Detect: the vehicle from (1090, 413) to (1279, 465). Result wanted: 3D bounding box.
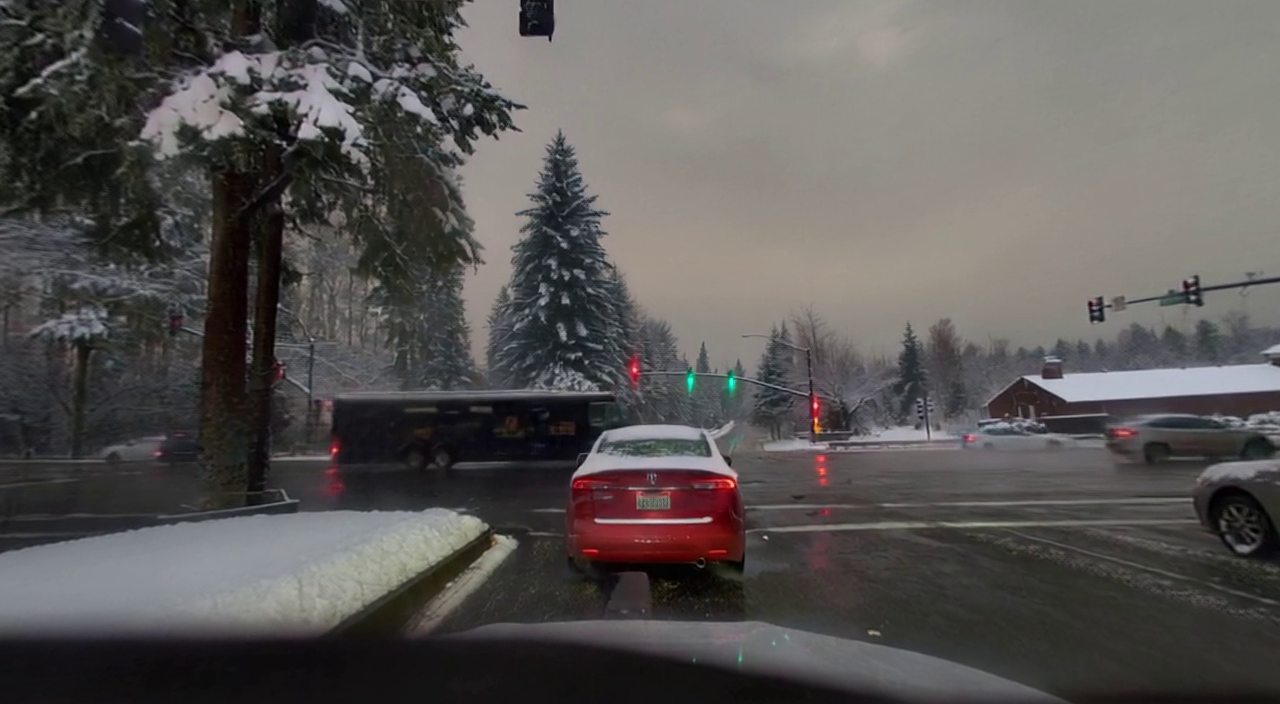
[{"bbox_3d":[19.484,3.142,22.713,4.921,1.757,2.036,0,-8,1],"label":"vehicle"}]

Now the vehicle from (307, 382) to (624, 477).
[{"bbox_3d":[-5.930,2.832,22.812,10.544,3.126,2.909,0,-8,1],"label":"vehicle"}]

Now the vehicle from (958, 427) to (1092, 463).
[{"bbox_3d":[16.036,3.904,26.437,4.399,1.445,1.769,0,-9,0],"label":"vehicle"}]

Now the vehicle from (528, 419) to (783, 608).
[{"bbox_3d":[0.081,1.576,7.033,2.041,1.485,3.813,0,-8,-1],"label":"vehicle"}]

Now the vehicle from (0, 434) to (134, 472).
[{"bbox_3d":[-27.268,4.811,30.111,4.450,1.684,1.894,0,-8,-1],"label":"vehicle"}]

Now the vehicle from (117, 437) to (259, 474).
[{"bbox_3d":[-18.978,4.347,26.620,4.517,1.471,1.854,0,-8,0],"label":"vehicle"}]
